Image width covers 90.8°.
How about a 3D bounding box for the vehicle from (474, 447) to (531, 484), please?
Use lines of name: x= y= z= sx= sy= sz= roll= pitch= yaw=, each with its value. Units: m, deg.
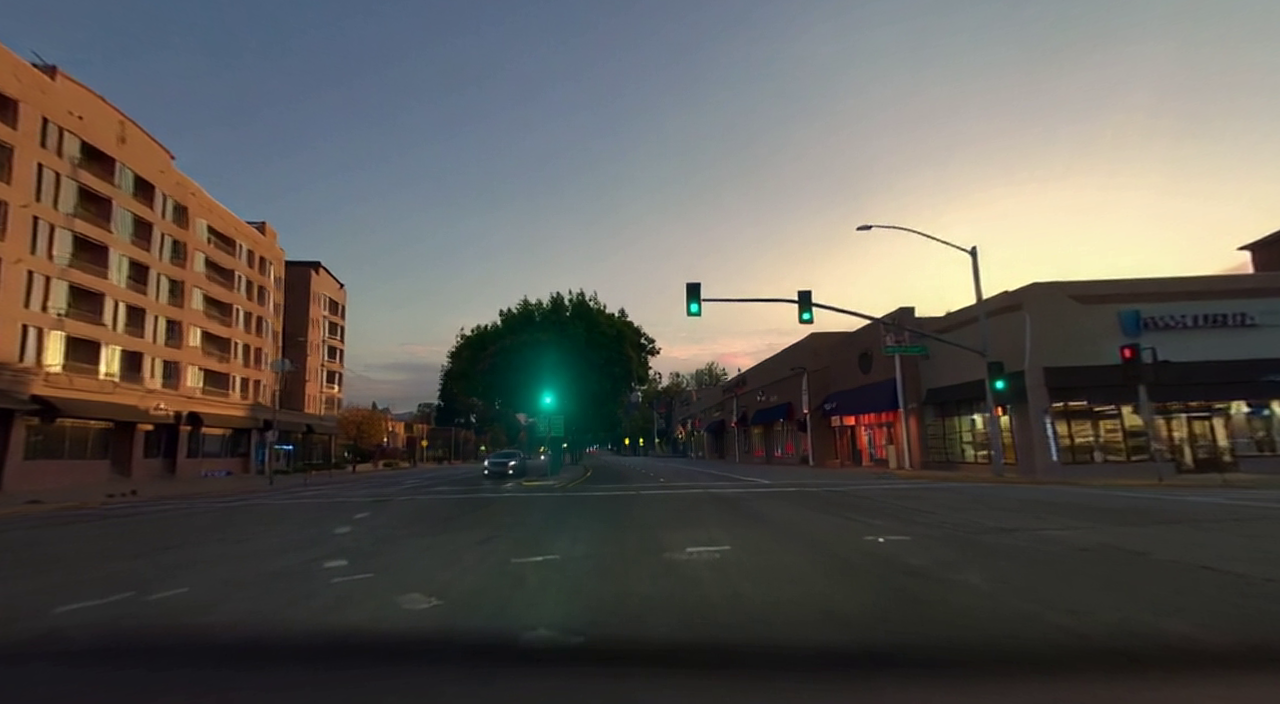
vehicle: x=-6.221 y=5.139 z=28.994 sx=1.894 sy=1.474 sz=4.332 roll=0 pitch=-8 yaw=-3
